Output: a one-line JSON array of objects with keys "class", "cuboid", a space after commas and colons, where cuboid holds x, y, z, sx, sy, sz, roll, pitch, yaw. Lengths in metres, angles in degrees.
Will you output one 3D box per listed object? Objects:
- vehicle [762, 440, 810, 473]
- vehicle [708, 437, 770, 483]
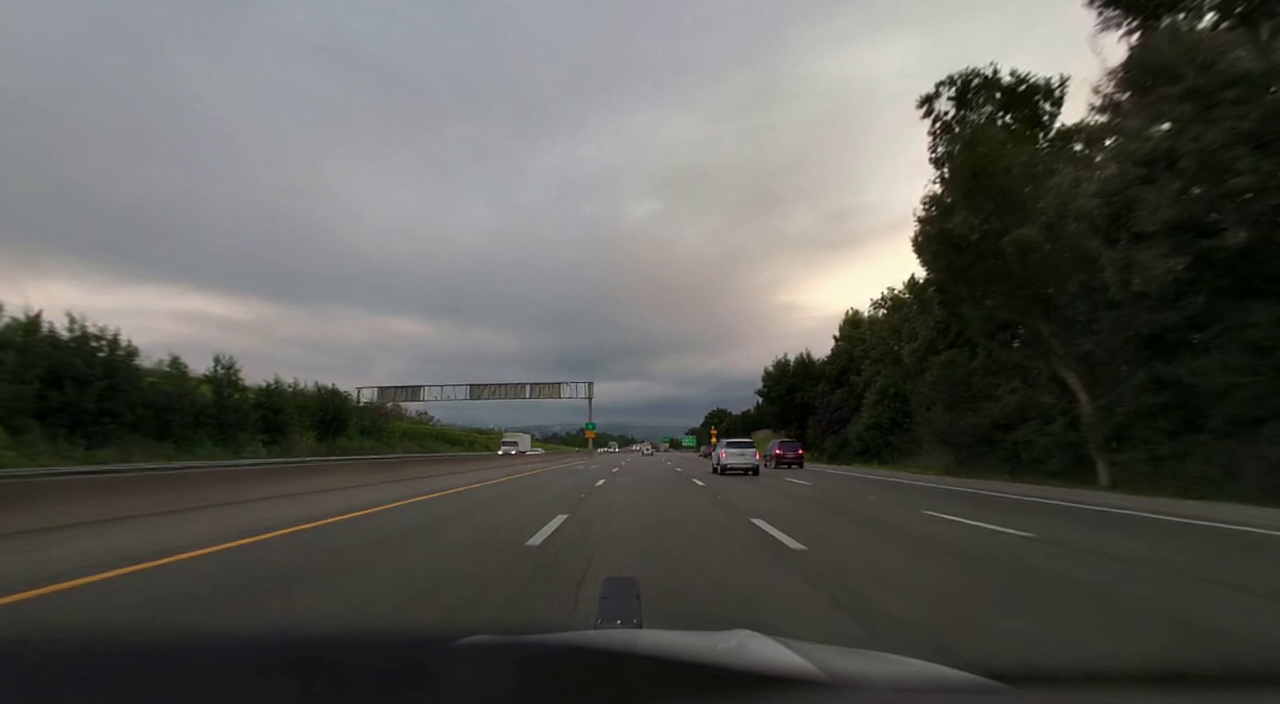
[{"class": "vehicle", "cuboid": [8.642, 6.222, 37.483, 1.898, 1.798, 3.805, 0, -9, -1]}, {"class": "vehicle", "cuboid": [4.038, 4.484, 26.232, 1.784, 1.733, 4.141, 0, -9, -2]}]
